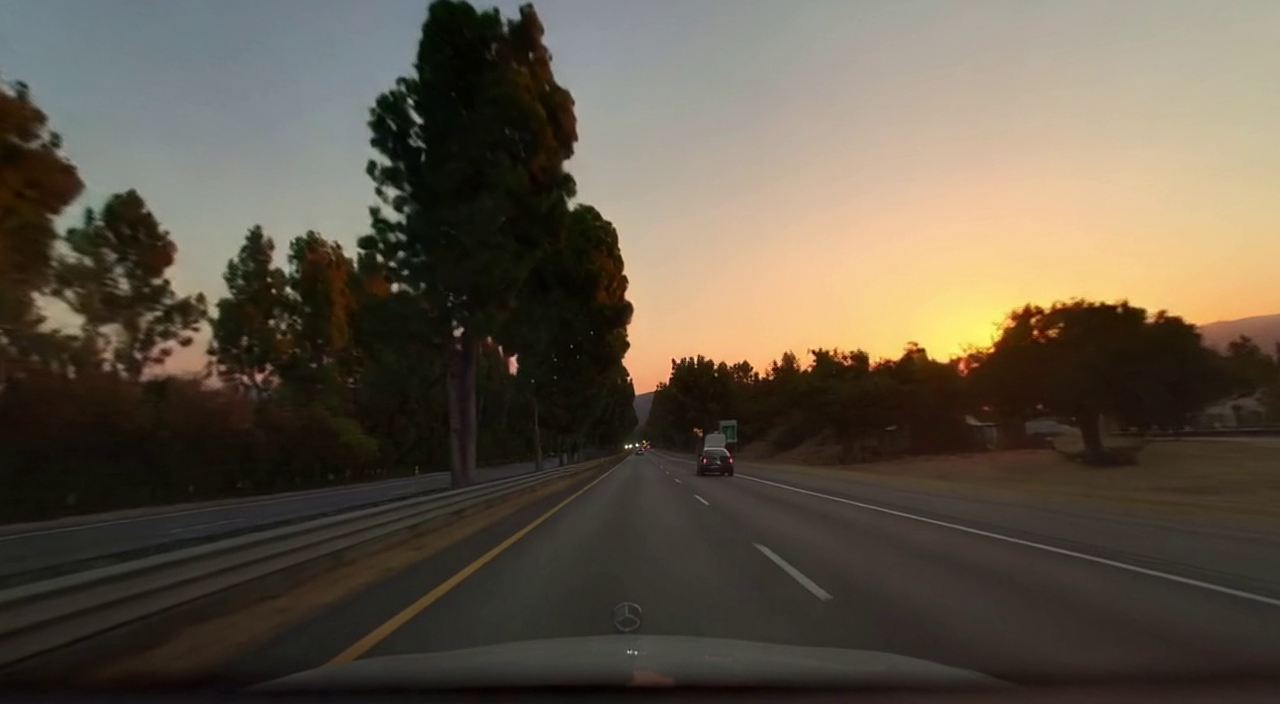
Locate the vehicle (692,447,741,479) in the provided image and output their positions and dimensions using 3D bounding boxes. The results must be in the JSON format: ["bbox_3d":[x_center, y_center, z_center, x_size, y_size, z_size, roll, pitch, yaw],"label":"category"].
[{"bbox_3d":[4.028,5.906,33.866,2.013,1.584,3.995,0,-9,-1],"label":"vehicle"}]
